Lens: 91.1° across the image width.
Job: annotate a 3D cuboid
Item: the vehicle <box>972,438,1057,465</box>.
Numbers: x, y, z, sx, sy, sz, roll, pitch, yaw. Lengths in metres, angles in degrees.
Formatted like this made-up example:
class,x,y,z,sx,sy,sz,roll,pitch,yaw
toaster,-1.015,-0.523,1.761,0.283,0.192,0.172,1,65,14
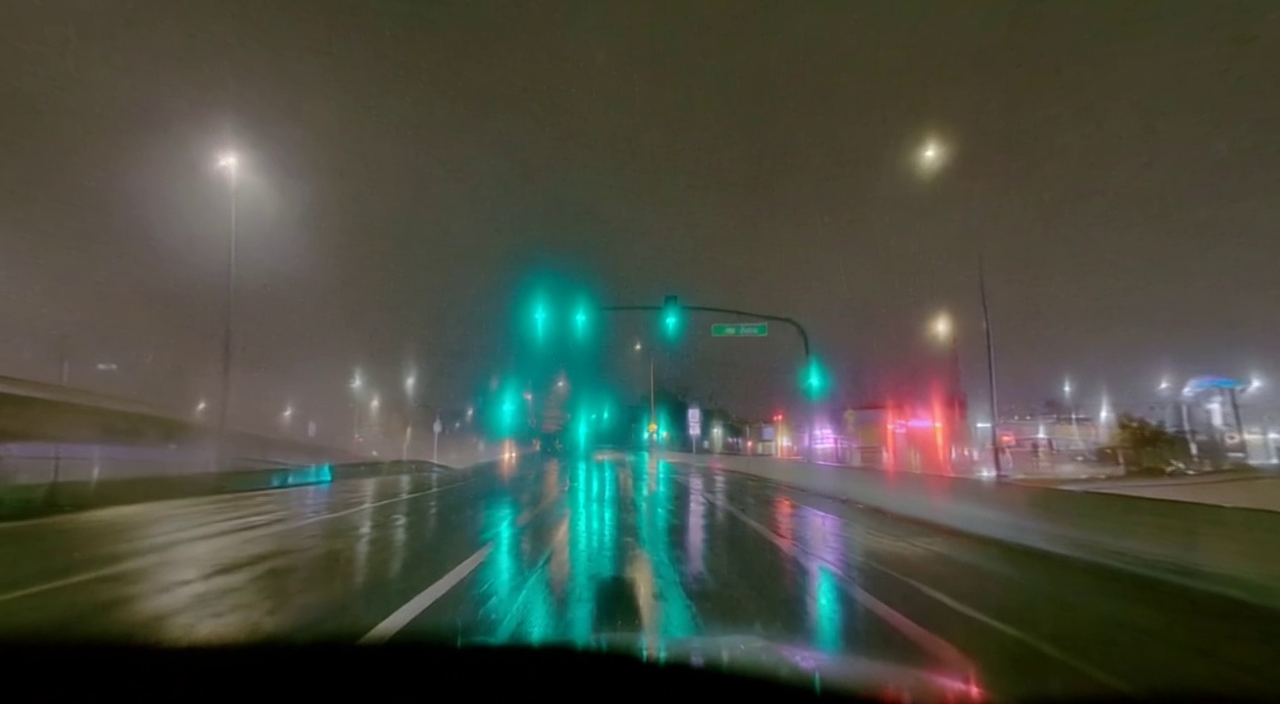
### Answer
class,x,y,z,sx,sy,sz,roll,pitch,yaw
vehicle,21.957,5.849,36.969,1.717,1.486,3.824,4,-10,-32
